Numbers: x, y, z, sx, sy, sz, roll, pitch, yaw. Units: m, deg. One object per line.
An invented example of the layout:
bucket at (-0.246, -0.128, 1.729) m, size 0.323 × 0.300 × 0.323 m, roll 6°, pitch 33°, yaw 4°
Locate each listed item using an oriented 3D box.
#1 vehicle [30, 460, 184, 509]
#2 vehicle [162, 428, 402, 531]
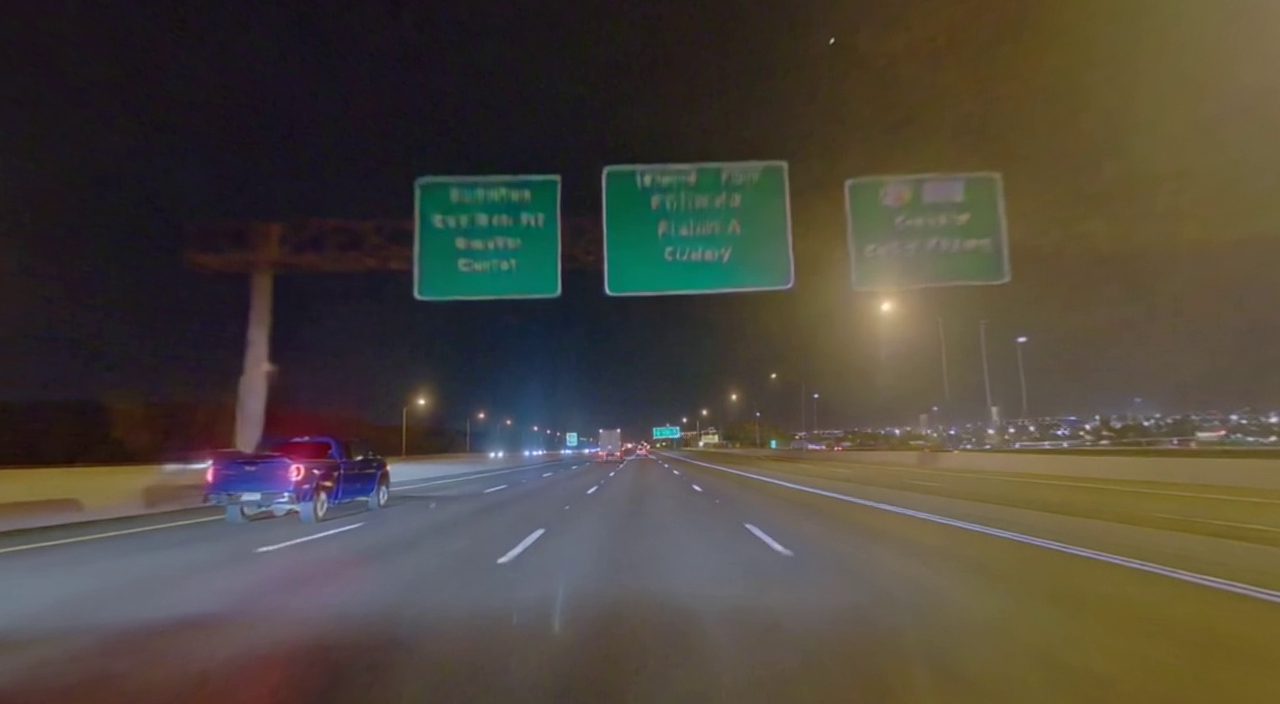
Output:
vehicle at (-18.655, 4.623, 22.325) m, size 1.861 × 1.496 × 4.052 m, roll 0°, pitch -9°, yaw 0°
vehicle at (-6.978, 2.531, 13.083) m, size 2.168 × 1.729 × 4.724 m, roll 0°, pitch -9°, yaw 0°
